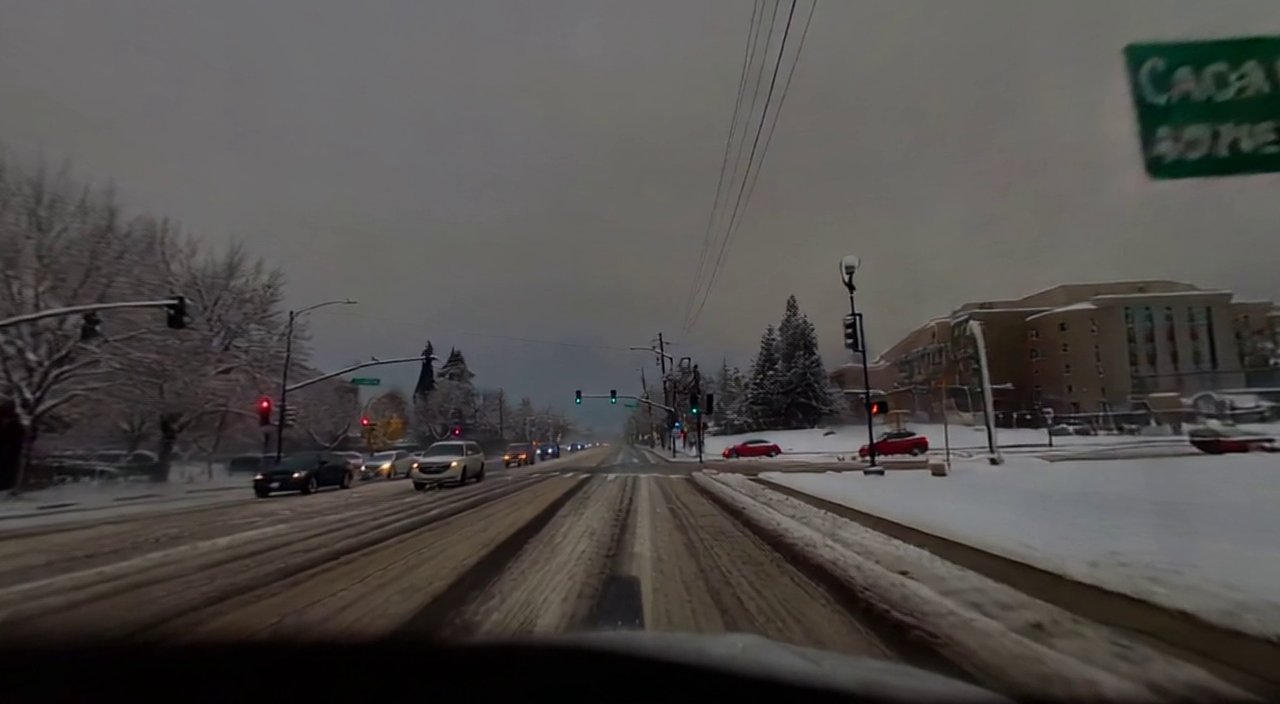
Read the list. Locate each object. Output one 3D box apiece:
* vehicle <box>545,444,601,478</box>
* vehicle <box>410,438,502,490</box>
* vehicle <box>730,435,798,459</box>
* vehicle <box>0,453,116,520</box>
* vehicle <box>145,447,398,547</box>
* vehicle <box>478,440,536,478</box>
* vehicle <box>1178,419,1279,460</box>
[{"bbox_3d":[-3.074,5.106,29.876,2.147,1.472,4.406,0,-9,0],"label":"vehicle"},{"bbox_3d":[-6.378,3.919,22.297,2.012,1.664,3.917,0,-9,1],"label":"vehicle"},{"bbox_3d":[9.225,7.107,47.153,4.568,1.704,2.038,1,-9,-5],"label":"vehicle"},{"bbox_3d":[-16.617,3.510,16.796,1.964,1.569,4.256,1,-9,-8],"label":"vehicle"},{"bbox_3d":[-6.459,2.539,11.861,1.960,1.479,4.654,0,-9,0],"label":"vehicle"},{"bbox_3d":[-6.211,5.034,29.854,1.954,1.644,4.290,0,-9,-2],"label":"vehicle"},{"bbox_3d":[24.978,3.661,26.267,1.690,1.559,3.521,1,-9,-5],"label":"vehicle"}]
